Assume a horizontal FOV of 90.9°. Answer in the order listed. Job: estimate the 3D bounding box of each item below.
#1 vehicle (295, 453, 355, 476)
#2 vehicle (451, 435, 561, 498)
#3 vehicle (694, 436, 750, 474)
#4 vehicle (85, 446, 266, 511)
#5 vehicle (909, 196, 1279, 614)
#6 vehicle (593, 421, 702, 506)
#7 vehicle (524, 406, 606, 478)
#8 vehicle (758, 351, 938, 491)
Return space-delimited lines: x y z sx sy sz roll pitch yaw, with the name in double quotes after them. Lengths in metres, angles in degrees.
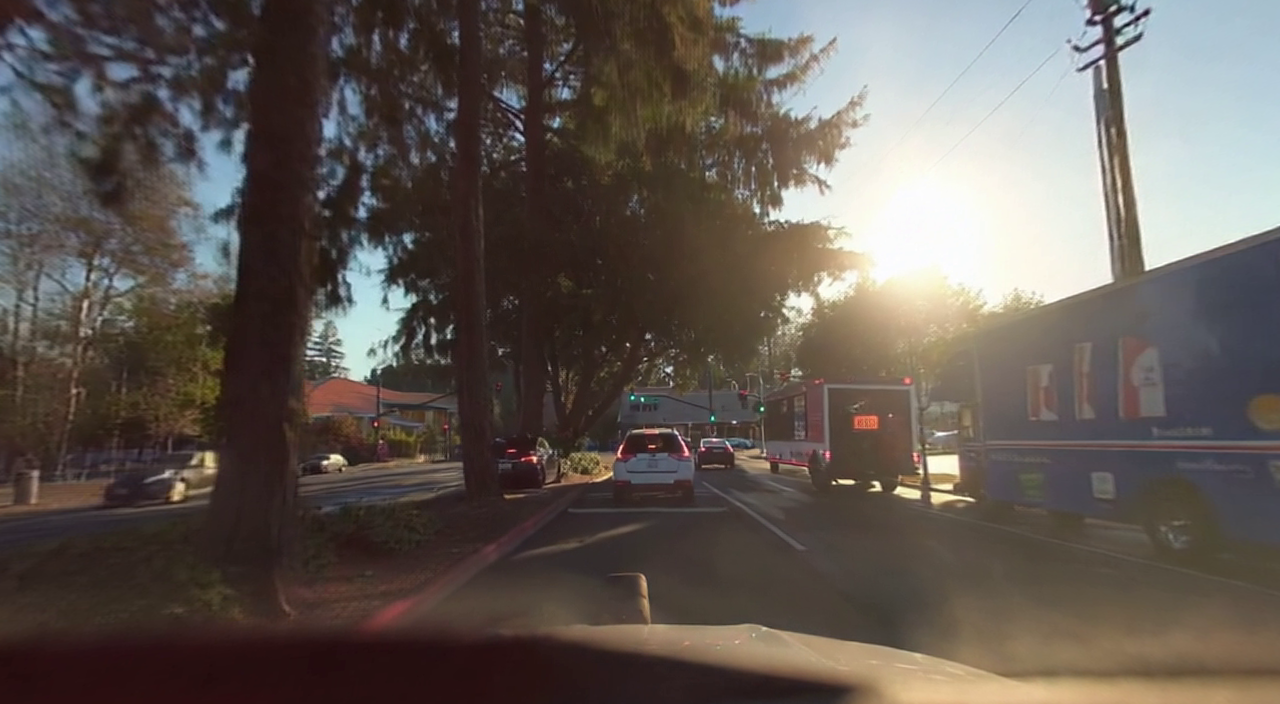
-22.413 7.991 45.098 1.824 1.470 4.486 -1 -8 2 "vehicle"
-3.476 3.069 17.333 2.008 1.500 4.369 0 -8 1 "vehicle"
3.607 4.616 28.505 2.075 1.540 4.411 -1 -8 2 "vehicle"
-13.272 3.586 18.462 1.928 1.497 4.446 0 -7 0 "vehicle"
6.681 0.876 8.194 2.891 3.361 7.843 0 -8 0 "vehicle"
0.183 2.563 14.864 2.209 1.718 4.008 0 -8 1 "vehicle"
-3.140 4.069 28.409 2.715 2.791 7.171 0 -8 1 "vehicle"
6.834 2.712 23.021 2.816 3.804 10.315 -3 -9 0 "vehicle"
